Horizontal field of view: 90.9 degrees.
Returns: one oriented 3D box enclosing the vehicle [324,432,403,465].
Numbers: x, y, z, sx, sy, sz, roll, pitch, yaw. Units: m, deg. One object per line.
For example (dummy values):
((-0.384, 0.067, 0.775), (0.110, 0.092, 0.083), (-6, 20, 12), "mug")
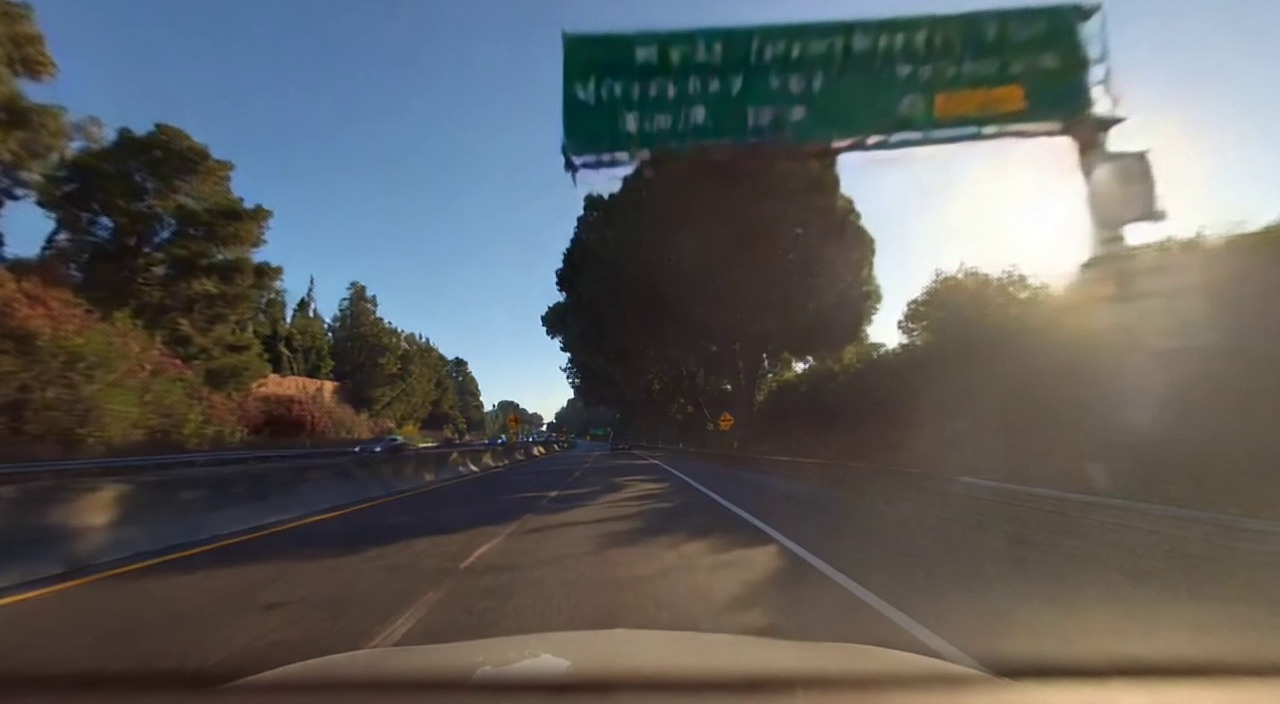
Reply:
((-13.392, 4.666, 30.819), (1.950, 1.490, 4.441), (0, -8, -2), "vehicle")
